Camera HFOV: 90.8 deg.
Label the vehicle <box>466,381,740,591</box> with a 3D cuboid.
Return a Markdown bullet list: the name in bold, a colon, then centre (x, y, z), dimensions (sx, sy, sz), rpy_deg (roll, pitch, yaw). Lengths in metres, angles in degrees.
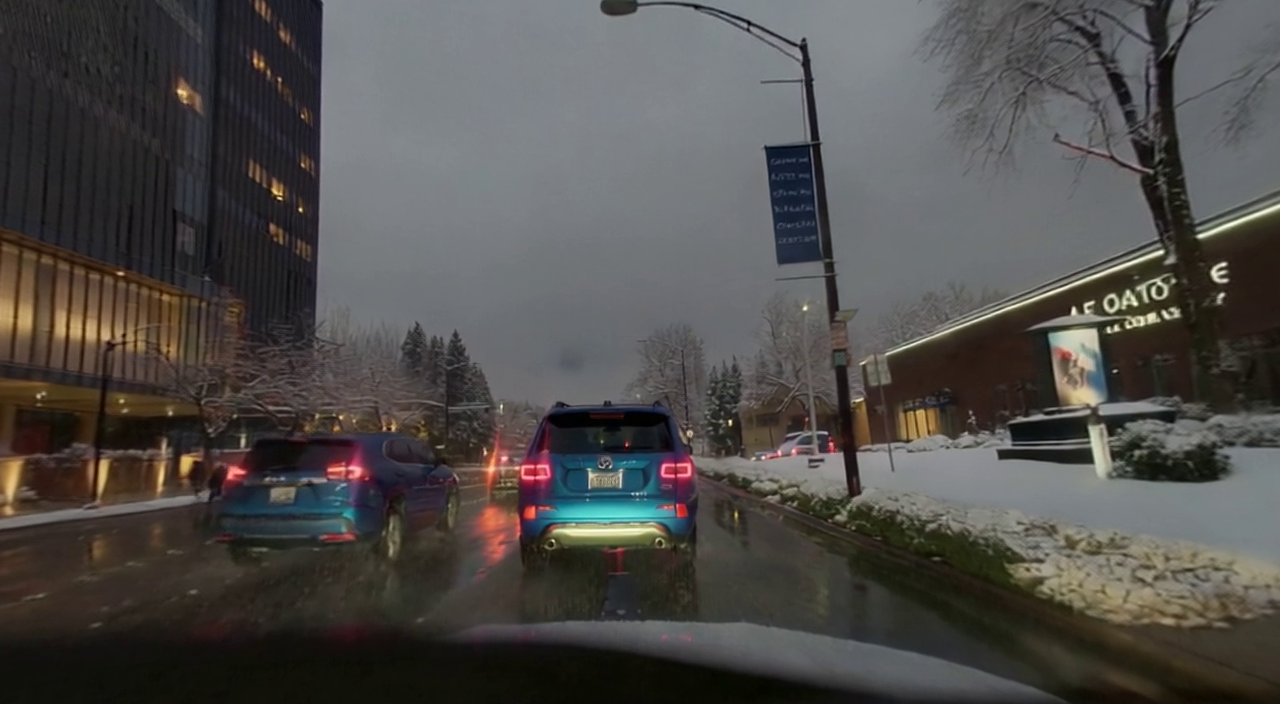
- **vehicle**: centre (-0.414, 1.559, 8.146), dimensions (2.531, 1.930, 4.382), rpy_deg (0, -8, -2)

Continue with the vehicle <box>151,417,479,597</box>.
- **vehicle**: centre (-3.620, 1.779, 8.211), dimensions (1.971, 1.658, 4.428), rpy_deg (0, -8, -1)

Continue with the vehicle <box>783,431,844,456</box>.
- **vehicle**: centre (10.551, 5.519, 38.261), dimensions (1.877, 1.416, 3.965), rpy_deg (-8, -11, 42)
